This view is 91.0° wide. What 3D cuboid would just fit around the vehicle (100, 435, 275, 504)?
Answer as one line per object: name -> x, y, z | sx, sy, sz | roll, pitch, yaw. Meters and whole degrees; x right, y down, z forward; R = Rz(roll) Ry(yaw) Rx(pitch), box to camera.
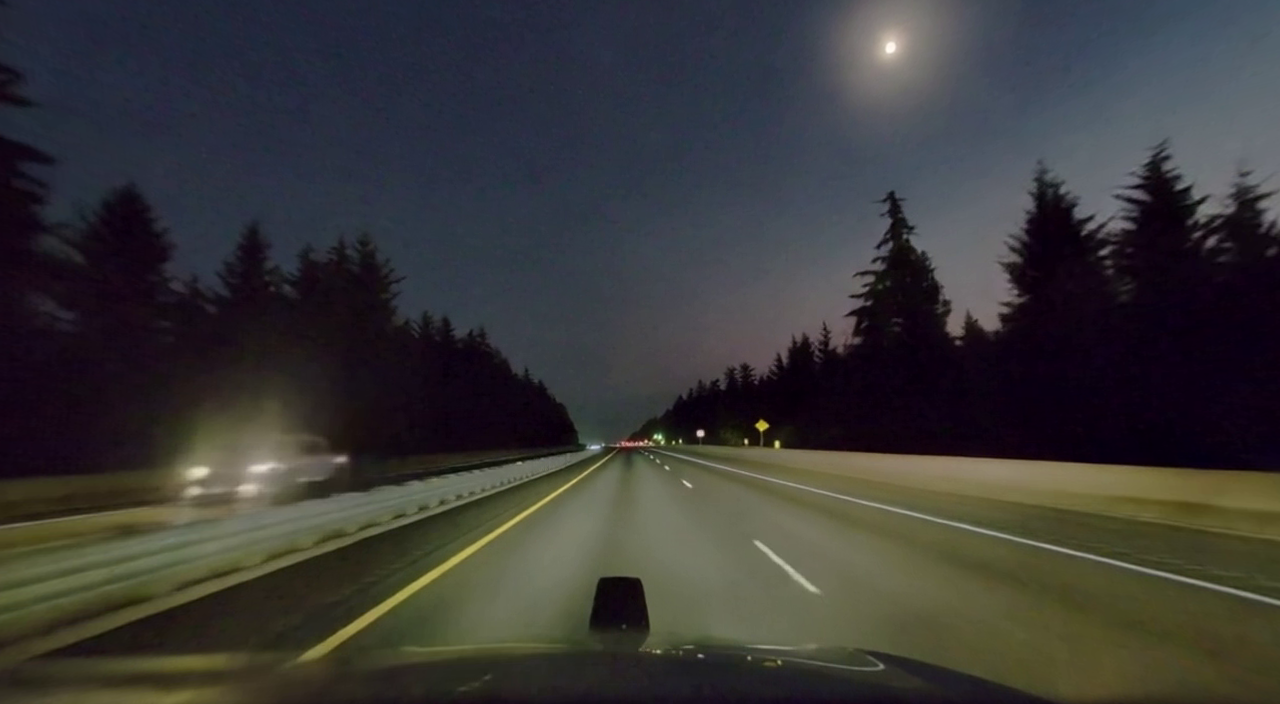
vehicle -> -12.441, 3.220, 17.691 | 1.873, 1.685, 4.030 | 0, -8, 0
